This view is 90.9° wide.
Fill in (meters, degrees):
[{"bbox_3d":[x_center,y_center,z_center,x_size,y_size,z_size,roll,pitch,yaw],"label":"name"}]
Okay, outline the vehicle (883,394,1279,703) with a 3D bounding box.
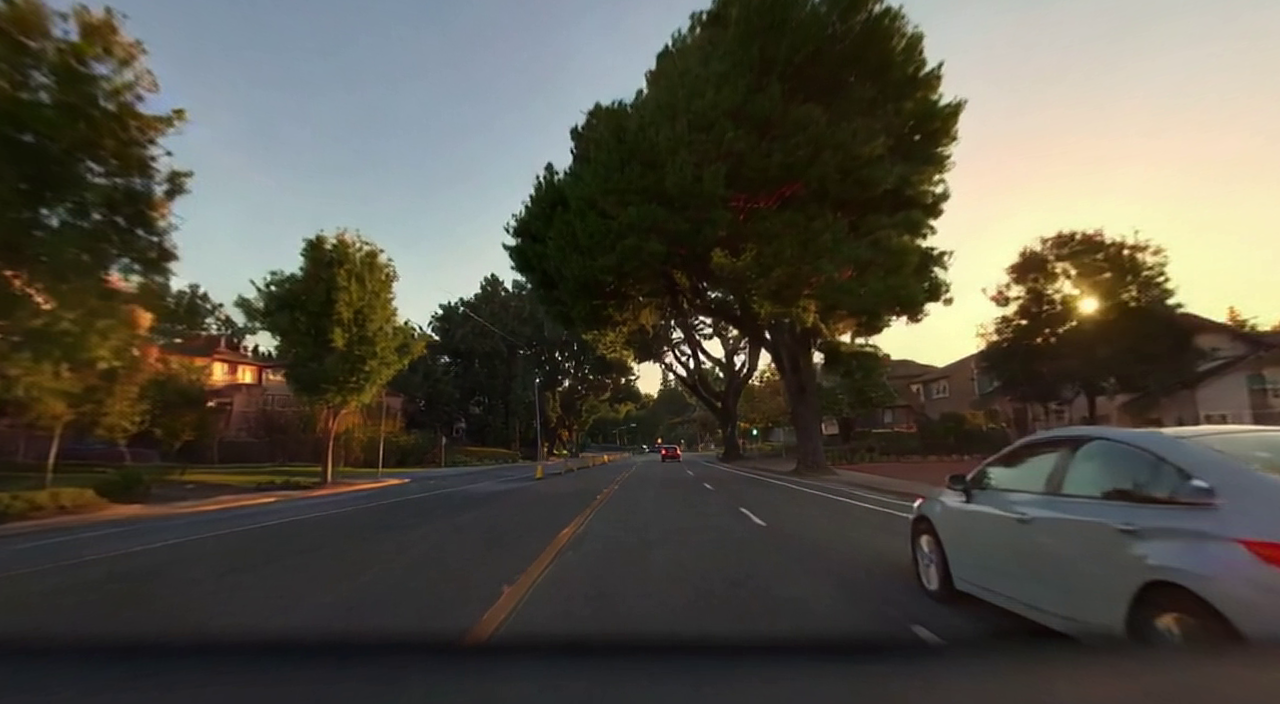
[{"bbox_3d":[3.176,1.065,3.307,2.134,1.476,4.327,0,-8,1],"label":"vehicle"}]
